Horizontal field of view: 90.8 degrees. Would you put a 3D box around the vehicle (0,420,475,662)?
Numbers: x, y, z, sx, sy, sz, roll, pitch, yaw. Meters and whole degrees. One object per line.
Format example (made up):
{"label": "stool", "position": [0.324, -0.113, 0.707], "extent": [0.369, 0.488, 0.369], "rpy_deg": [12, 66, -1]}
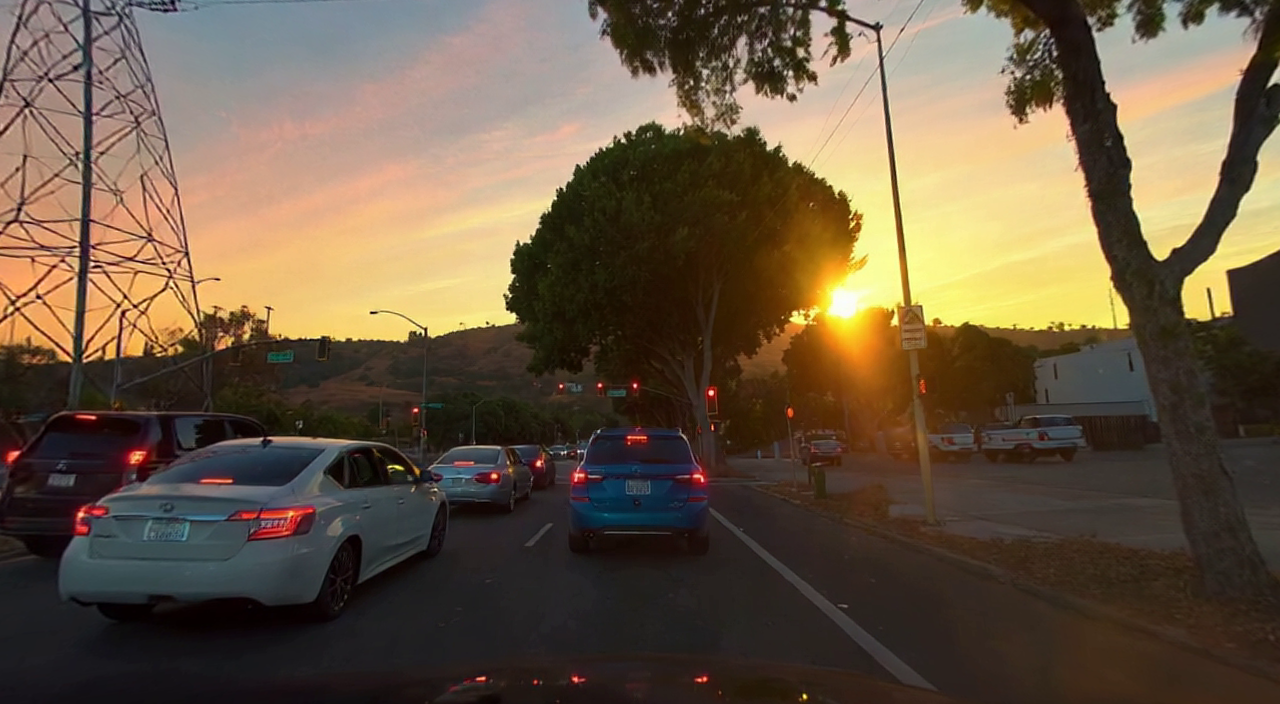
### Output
{"label": "vehicle", "position": [-3.161, 1.497, 6.202], "extent": [1.973, 1.469, 4.448], "rpy_deg": [0, -8, -1]}

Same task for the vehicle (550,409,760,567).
{"label": "vehicle", "position": [0.095, 1.764, 8.923], "extent": [2.239, 1.661, 4.224], "rpy_deg": [0, -8, -2]}

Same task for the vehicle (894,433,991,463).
{"label": "vehicle", "position": [15.113, 4.802, 31.696], "extent": [3.858, 1.437, 1.899], "rpy_deg": [0, -8, -4]}

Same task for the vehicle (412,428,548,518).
{"label": "vehicle", "position": [-3.242, 2.522, 13.665], "extent": [1.997, 1.636, 3.760], "rpy_deg": [0, -8, -1]}
